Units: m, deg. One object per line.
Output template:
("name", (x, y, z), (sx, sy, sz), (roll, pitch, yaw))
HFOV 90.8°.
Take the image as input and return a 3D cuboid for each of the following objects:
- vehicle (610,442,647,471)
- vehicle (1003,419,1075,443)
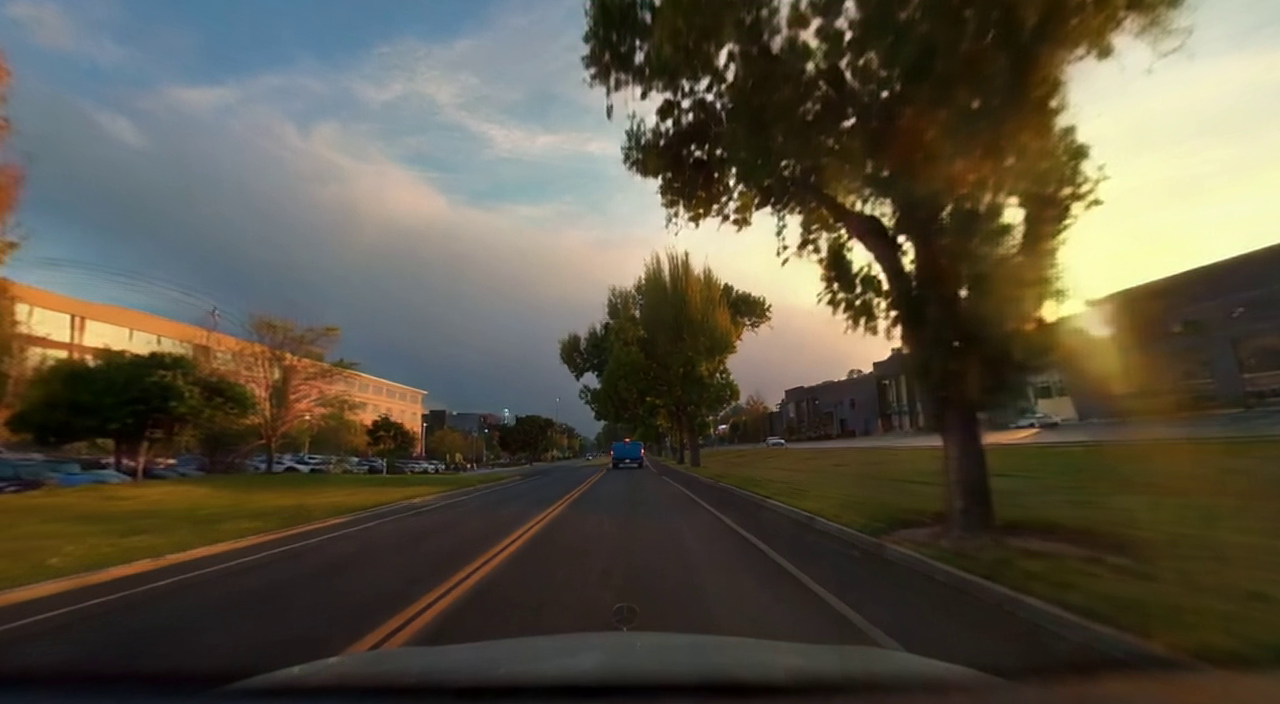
("vehicle", (-0.881, 7.804, 47.469), (2.556, 2.063, 5.578), (0, -9, -1))
("vehicle", (26.172, 5.242, 41.566), (1.816, 1.517, 3.920), (1, -9, -8))
